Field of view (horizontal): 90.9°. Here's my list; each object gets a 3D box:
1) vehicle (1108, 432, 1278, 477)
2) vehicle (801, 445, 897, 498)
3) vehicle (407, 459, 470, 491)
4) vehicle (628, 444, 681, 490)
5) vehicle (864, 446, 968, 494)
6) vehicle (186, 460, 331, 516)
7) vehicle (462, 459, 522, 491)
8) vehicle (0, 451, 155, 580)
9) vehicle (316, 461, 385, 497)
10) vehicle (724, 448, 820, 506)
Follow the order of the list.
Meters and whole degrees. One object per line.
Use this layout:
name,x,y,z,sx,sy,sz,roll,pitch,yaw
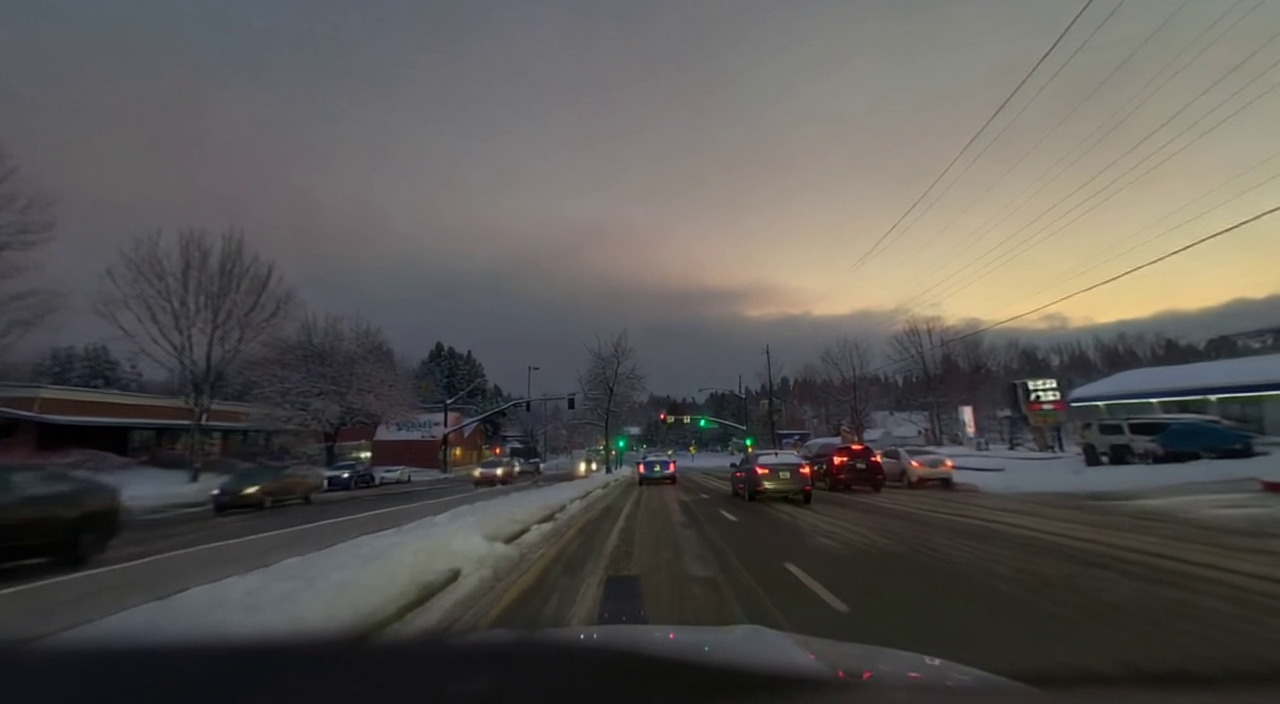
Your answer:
vehicle,22.025,4.097,25.314,4.718,1.628,2.008,-2,-8,5
vehicle,7.558,4.316,23.354,2.040,1.738,4.414,0,-8,0
vehicle,-11.950,7.306,37.768,2.183,1.674,4.481,-1,-8,1
vehicle,0.662,5.136,28.602,2.210,1.861,4.280,0,-8,1
vehicle,10.998,4.762,25.566,2.106,1.712,4.769,0,-10,1
vehicle,-12.162,4.316,20.525,1.846,1.461,4.488,0,-8,1
vehicle,-7.924,6.637,34.271,2.078,1.465,4.632,-1,-8,1
vehicle,-8.789,2.017,7.671,1.906,1.519,4.797,0,-8,1
vehicle,-18.034,7.878,39.533,1.878,1.760,4.876,-1,-6,2
vehicle,3.905,3.752,19.459,1.963,1.484,4.609,0,-8,0
